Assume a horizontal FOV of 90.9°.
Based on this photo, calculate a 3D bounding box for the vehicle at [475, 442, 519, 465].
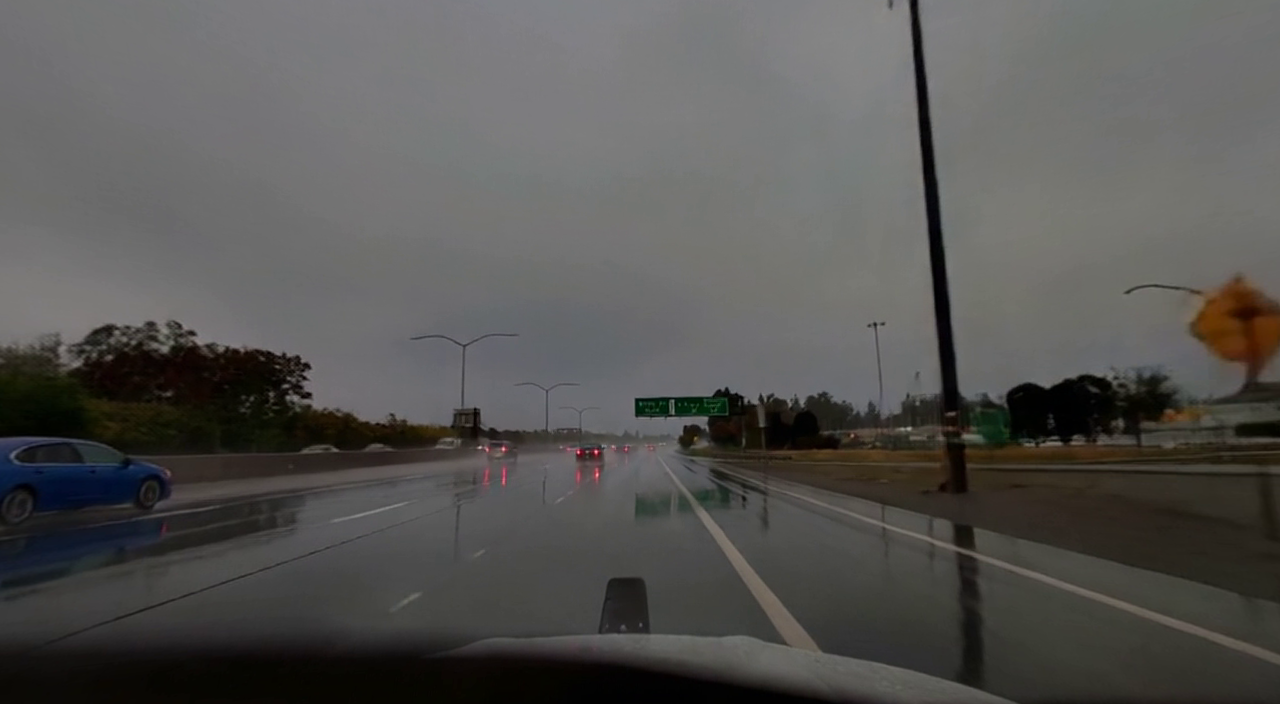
[{"bbox_3d":[-9.635,6.842,42.794,1.930,1.490,3.955,0,-8,2],"label":"vehicle"}]

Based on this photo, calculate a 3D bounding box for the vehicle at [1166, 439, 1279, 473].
[{"bbox_3d":[29.006,5.034,30.661,4.798,1.545,2.042,-4,-9,24],"label":"vehicle"}]

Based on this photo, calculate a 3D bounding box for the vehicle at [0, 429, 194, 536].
[{"bbox_3d":[-10.139,2.061,10.359,2.002,1.526,4.822,0,-8,1],"label":"vehicle"}]

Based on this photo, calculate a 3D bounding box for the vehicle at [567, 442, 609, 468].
[{"bbox_3d":[-3.020,6.097,37.590,2.050,1.479,4.342,0,-8,1],"label":"vehicle"}]

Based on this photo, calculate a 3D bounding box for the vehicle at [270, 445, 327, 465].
[{"bbox_3d":[-25.584,7.724,47.390,1.787,1.436,4.379,0,-8,1],"label":"vehicle"}]
